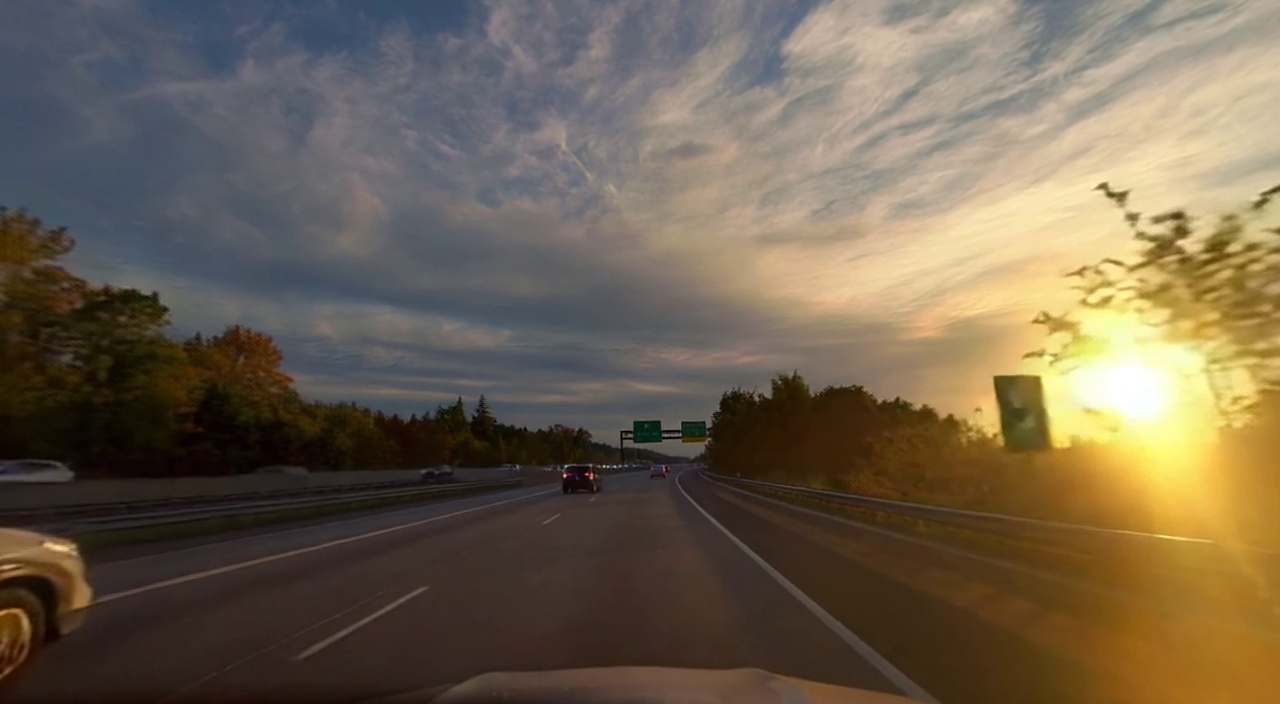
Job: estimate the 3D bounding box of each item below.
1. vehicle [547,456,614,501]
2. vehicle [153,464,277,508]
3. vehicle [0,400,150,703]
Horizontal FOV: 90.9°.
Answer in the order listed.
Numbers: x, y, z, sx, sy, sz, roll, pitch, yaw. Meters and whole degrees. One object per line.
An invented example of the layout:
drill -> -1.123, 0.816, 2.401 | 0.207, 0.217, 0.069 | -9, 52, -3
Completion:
vehicle -> -2.277, 5.050, 25.264 | 2.000, 1.594, 3.996 | 0, -10, 4
vehicle -> -16.826, 5.307, 25.228 | 1.883, 1.522, 4.130 | 1, -10, 3
vehicle -> -4.099, 0.714, 1.439 | 2.063, 1.556, 4.740 | 1, -10, 1
